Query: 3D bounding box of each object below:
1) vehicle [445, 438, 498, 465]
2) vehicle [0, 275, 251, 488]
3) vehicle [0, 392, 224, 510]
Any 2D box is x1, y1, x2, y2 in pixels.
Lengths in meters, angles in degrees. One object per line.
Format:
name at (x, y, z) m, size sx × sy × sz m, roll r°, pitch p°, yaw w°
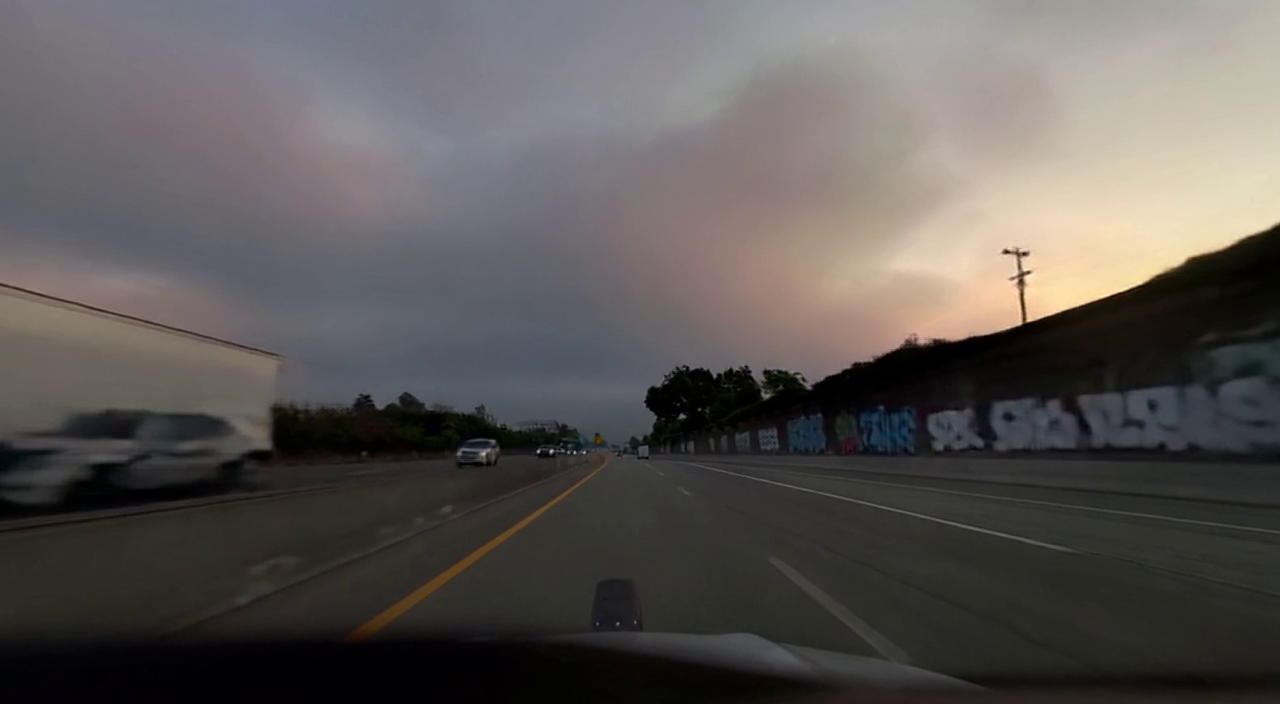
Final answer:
vehicle at (-10.192, 6.038, 38.241) m, size 2.055 × 1.526 × 4.468 m, roll 0°, pitch -9°, yaw -1°
vehicle at (-13.595, 0.612, 12.257) m, size 2.852 × 3.992 × 14.363 m, roll 0°, pitch -9°, yaw 0°
vehicle at (-9.379, 1.622, 10.388) m, size 1.978 × 1.542 × 4.321 m, roll 0°, pitch -9°, yaw 0°
